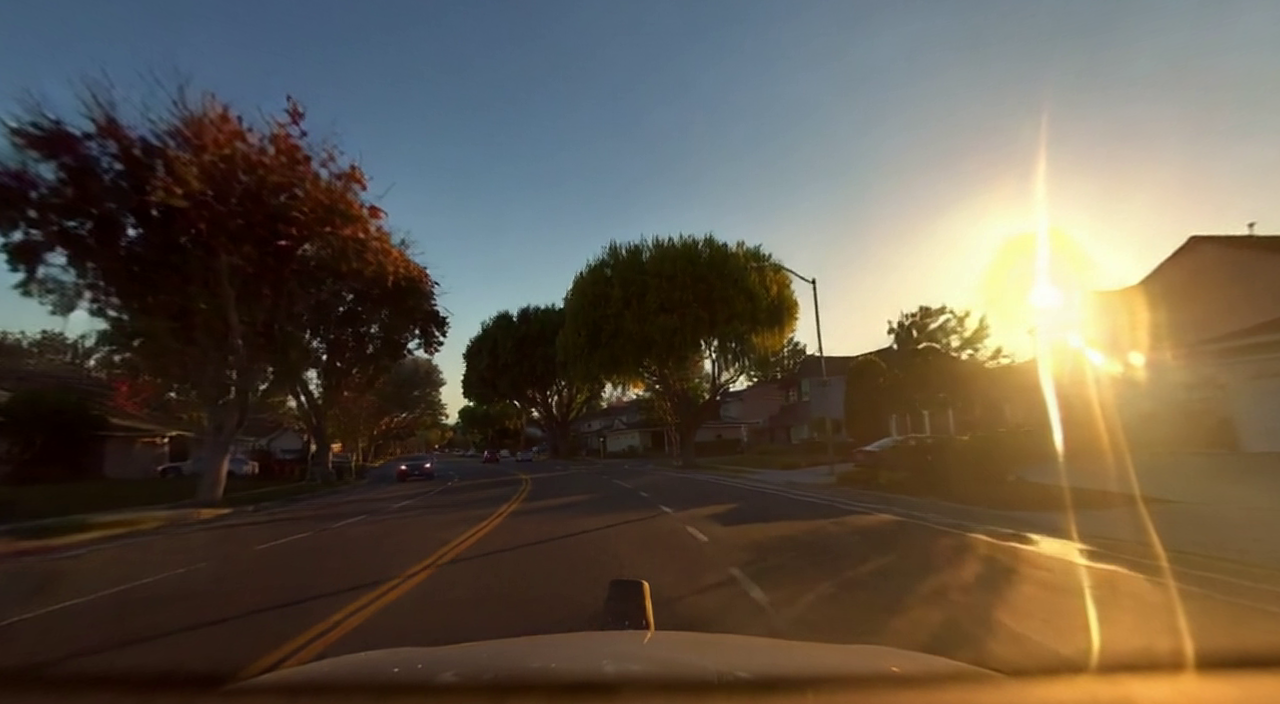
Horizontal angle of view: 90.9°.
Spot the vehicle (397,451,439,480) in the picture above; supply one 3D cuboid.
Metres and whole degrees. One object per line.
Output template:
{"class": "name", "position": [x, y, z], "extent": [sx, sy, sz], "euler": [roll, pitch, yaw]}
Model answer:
{"class": "vehicle", "position": [-13.966, 7.129, 39.865], "extent": [2.125, 1.592, 4.616], "euler": [2, -9, -16]}
